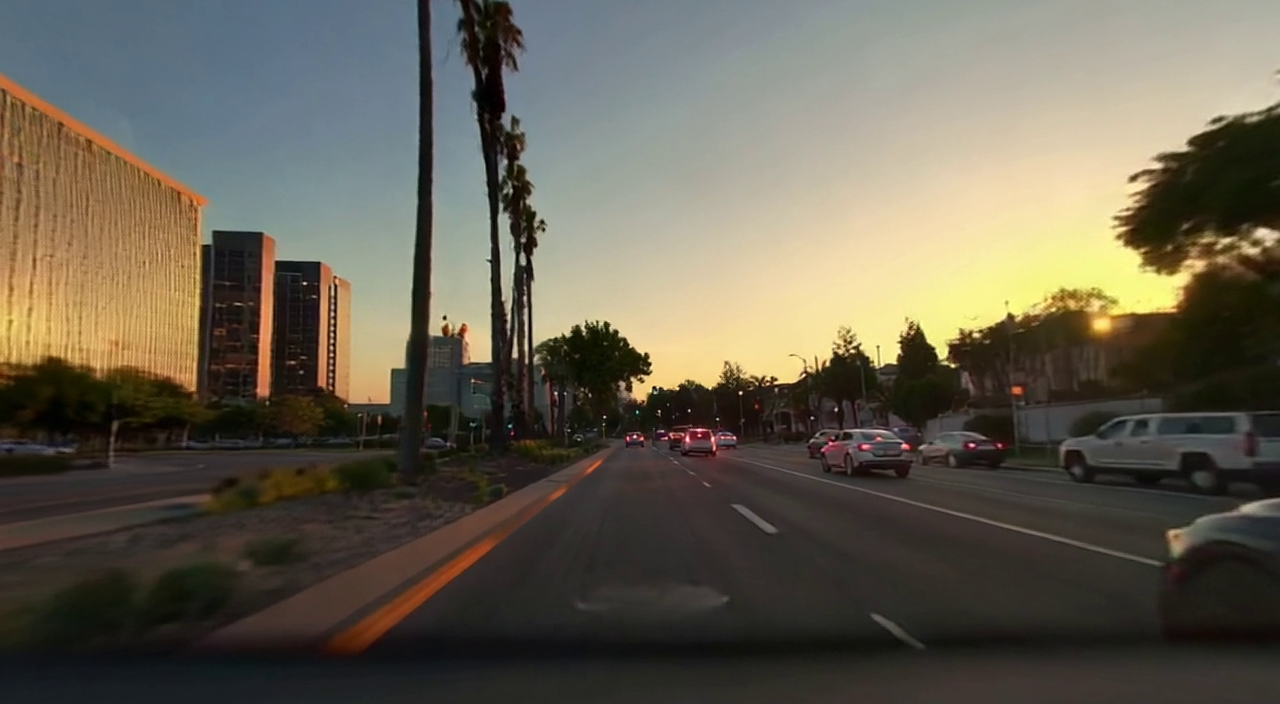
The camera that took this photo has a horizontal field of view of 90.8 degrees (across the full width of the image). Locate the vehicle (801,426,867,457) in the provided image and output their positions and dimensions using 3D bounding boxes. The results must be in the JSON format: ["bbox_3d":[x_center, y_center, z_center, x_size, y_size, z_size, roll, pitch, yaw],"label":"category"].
[{"bbox_3d":[12.658,5.925,41.648,2.157,1.937,5.386,0,-9,-5],"label":"vehicle"}]

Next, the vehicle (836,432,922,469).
[{"bbox_3d":[10.395,4.329,27.888,1.871,1.465,4.395,0,-9,-4],"label":"vehicle"}]

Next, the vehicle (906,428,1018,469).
[{"bbox_3d":[13.715,4.156,27.328,2.009,1.600,4.960,0,-9,-4],"label":"vehicle"}]

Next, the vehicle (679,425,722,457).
[{"bbox_3d":[3.748,5.655,39.950,2.104,1.910,4.693,0,-9,-2],"label":"vehicle"}]

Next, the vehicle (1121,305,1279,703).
[{"bbox_3d":[3.558,0.473,0.711,2.219,1.795,4.718,0,-9,-1],"label":"vehicle"}]
